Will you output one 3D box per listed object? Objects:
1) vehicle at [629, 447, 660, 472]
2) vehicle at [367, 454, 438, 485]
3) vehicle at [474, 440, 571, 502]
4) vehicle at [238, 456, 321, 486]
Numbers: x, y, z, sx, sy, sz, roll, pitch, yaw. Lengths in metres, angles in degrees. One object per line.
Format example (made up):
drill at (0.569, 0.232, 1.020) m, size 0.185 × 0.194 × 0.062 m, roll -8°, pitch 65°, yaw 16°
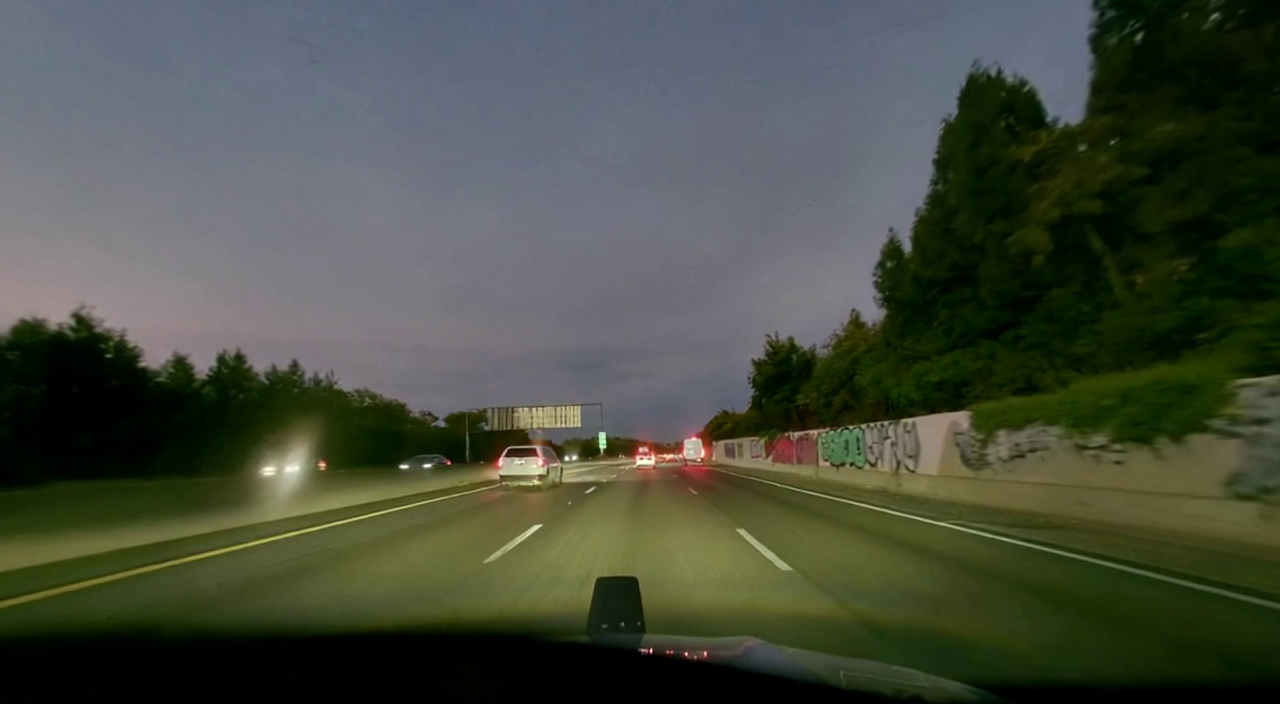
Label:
vehicle at (0.334, 7.403, 43.541) m, size 2.108 × 1.663 × 3.159 m, roll 0°, pitch -9°, yaw 1°
vehicle at (-12.317, 6.095, 32.972) m, size 1.986 × 1.477 × 4.150 m, roll 0°, pitch -9°, yaw 1°
vehicle at (-3.389, 3.528, 19.107) m, size 1.964 × 1.618 × 4.489 m, roll 0°, pitch -9°, yaw 1°
vehicle at (-19.163, 6.311, 33.700) m, size 1.834 × 1.482 × 4.229 m, roll 0°, pitch -9°, yaw 2°
